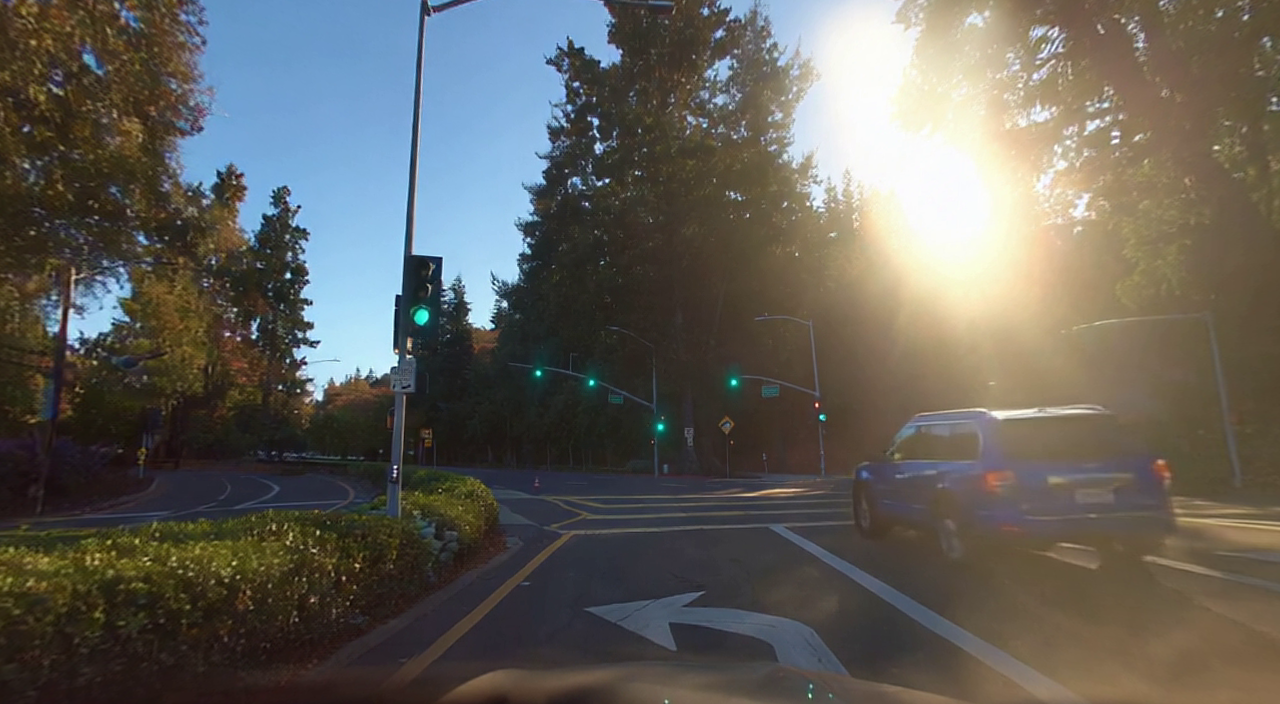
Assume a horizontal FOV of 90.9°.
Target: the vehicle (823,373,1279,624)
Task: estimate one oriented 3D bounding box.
[{"bbox_3d":[3.913,1.391,7.043,2.284,1.788,4.871,0,-8,0],"label":"vehicle"}]
